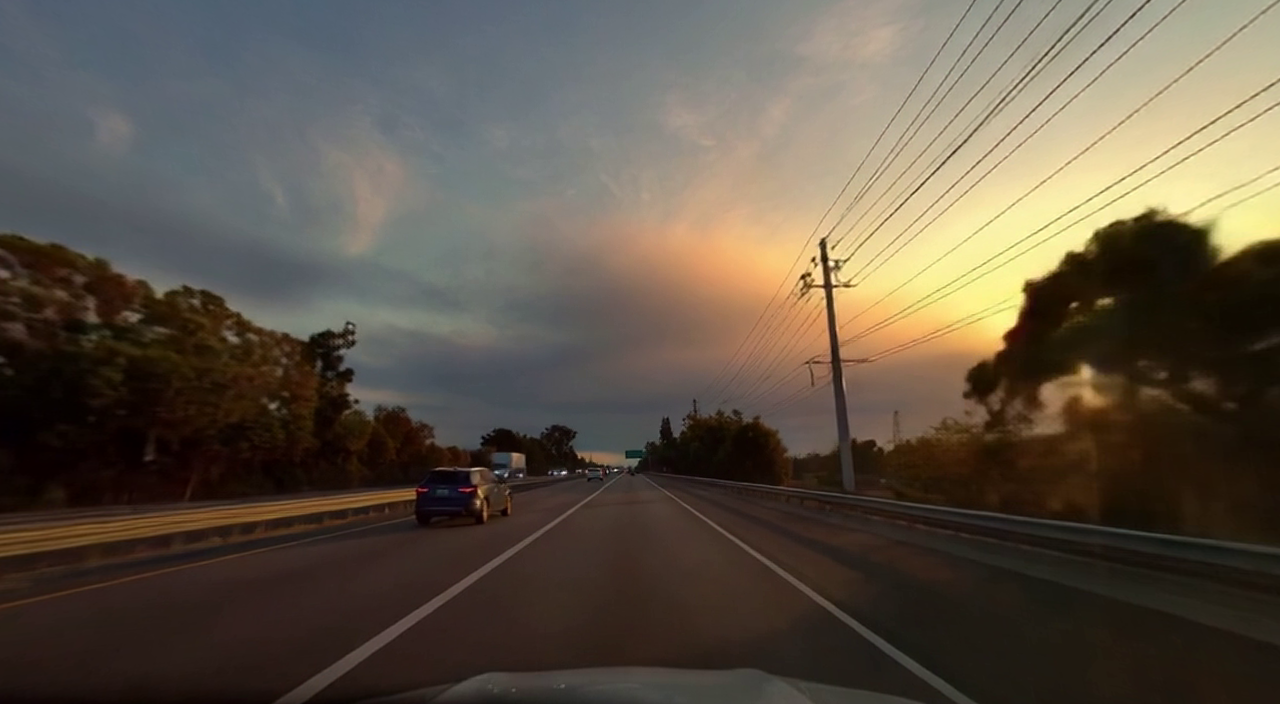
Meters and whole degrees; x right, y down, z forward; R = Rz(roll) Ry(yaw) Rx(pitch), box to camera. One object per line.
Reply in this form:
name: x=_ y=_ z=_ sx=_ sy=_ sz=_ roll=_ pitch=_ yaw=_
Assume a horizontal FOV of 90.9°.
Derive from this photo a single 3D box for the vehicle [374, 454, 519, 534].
vehicle: x=-4.167 y=3.158 z=14.403 sx=1.963 sy=1.501 sz=4.227 roll=1 pitch=-11 yaw=0
